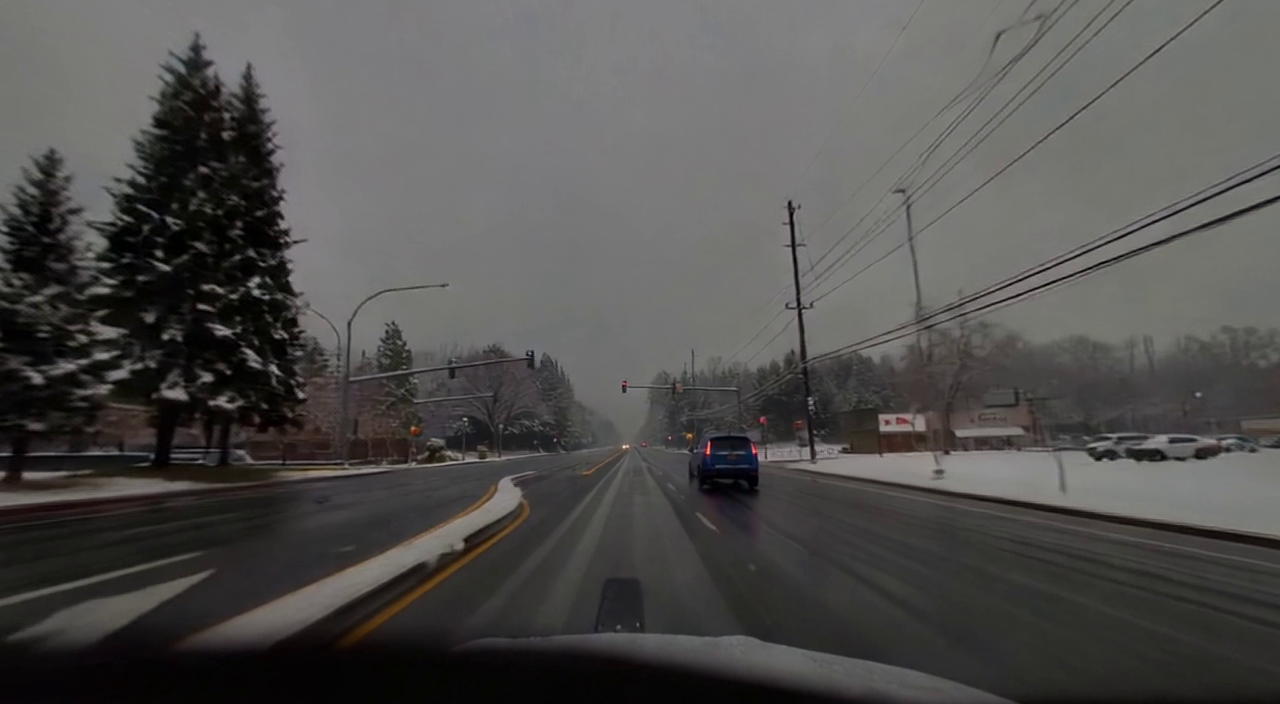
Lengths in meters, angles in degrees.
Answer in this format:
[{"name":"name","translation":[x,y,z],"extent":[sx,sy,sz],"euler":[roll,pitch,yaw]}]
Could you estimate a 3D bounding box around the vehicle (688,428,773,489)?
[{"name":"vehicle","translation":[2.876,3.534,21.228],"extent":[2.060,1.820,4.713],"euler":[0,-9,-2]}]
